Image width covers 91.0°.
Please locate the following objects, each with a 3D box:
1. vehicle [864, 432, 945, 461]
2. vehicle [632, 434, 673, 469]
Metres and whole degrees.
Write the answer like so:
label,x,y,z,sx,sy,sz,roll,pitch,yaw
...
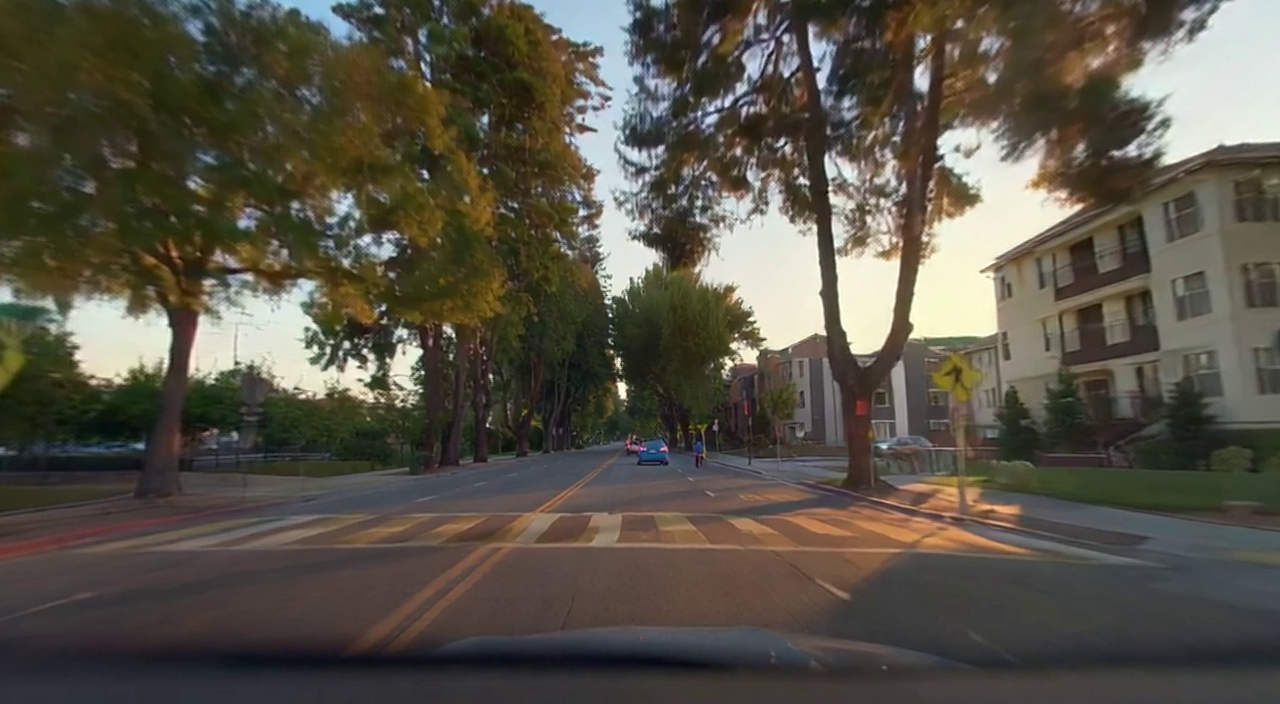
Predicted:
label,x,y,z,sx,sy,sz,roll,pitch,yaw
vehicle,17.167,6.181,41.044,4.237,1.819,2.245,0,-9,0
vehicle,0.594,5.169,32.912,1.981,1.703,3.691,0,-9,-1
